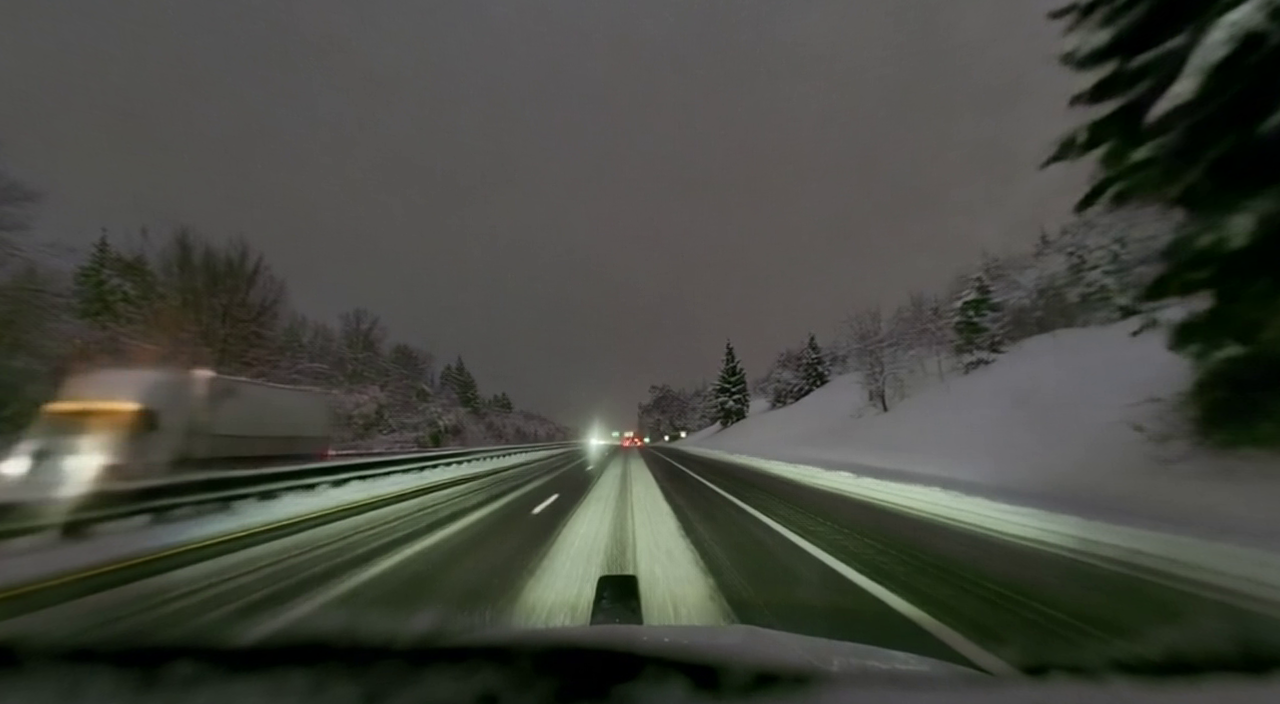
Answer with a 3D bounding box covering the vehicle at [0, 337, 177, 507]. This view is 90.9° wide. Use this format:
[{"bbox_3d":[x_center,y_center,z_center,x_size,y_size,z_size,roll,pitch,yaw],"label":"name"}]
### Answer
[{"bbox_3d":[-16.559,1.968,17.235,3.172,3.915,5.914,0,-8,-1],"label":"vehicle"}]
